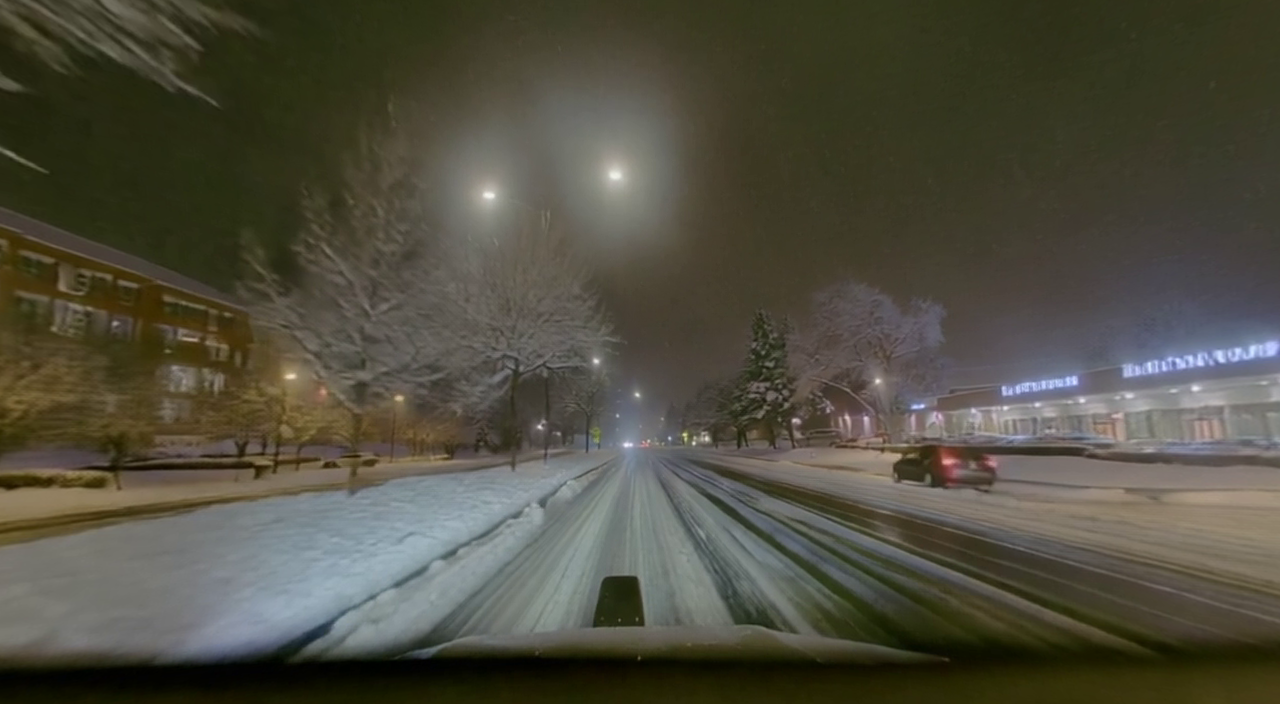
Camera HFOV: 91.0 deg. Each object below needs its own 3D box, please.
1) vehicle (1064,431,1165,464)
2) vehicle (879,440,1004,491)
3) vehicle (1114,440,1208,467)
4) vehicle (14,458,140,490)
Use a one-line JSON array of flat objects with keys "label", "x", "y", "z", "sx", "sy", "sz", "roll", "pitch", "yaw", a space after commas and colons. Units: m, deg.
[{"label": "vehicle", "x": 26.284, "y": 5.325, "z": 35.129, "sx": 1.985, "sy": 1.723, "sz": 4.672, "roll": 0, "pitch": -9, "yaw": 0}, {"label": "vehicle", "x": 10.148, "y": 3.824, "z": 21.648, "sx": 2.013, "sy": 1.551, "sz": 4.460, "roll": 1, "pitch": -8, "yaw": -1}, {"label": "vehicle", "x": 29.166, "y": 5.664, "z": 35.381, "sx": 1.931, "sy": 1.408, "sz": 3.757, "roll": 1, "pitch": -8, "yaw": -2}, {"label": "vehicle", "x": -30.533, "y": 6.632, "z": 34.222, "sx": 4.920, "sy": 1.475, "sz": 1.984, "roll": -1, "pitch": -7, "yaw": 0}]
